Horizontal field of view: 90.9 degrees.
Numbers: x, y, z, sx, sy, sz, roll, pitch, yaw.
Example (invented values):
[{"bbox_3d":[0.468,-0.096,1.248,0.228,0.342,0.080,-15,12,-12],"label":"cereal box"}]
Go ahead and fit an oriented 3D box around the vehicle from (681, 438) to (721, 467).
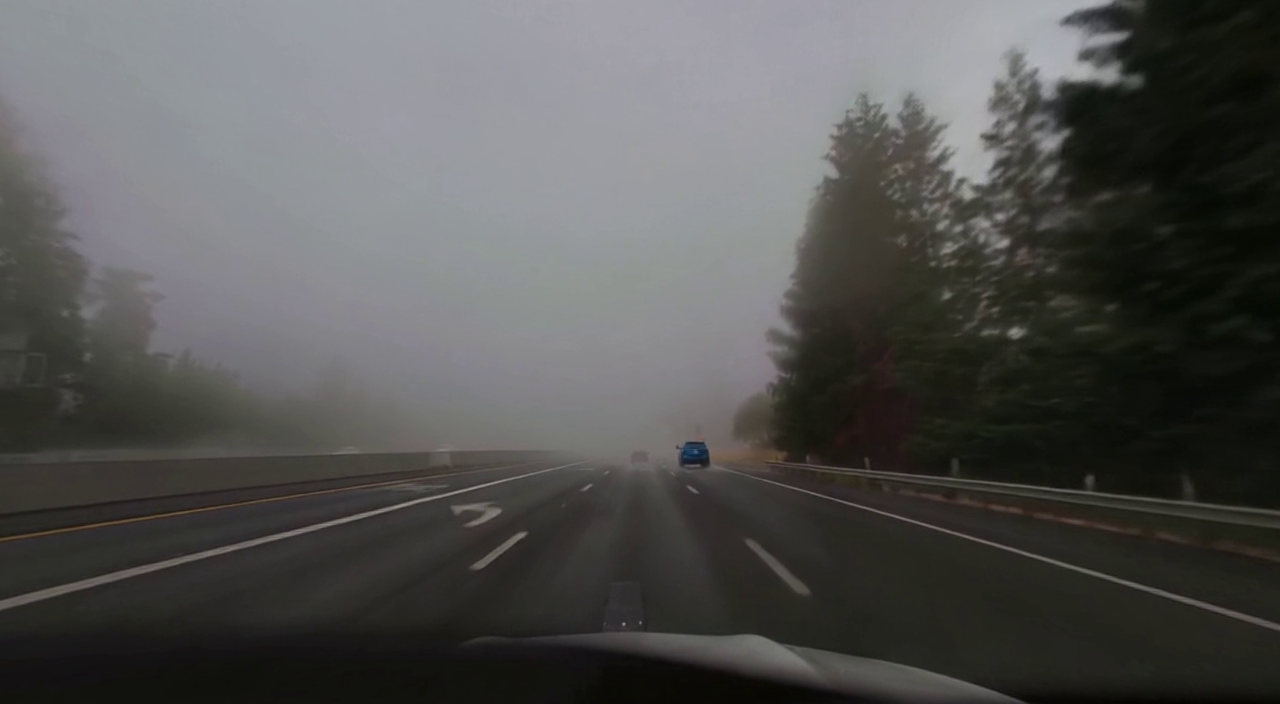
[{"bbox_3d":[4.245,7.046,44.489,2.172,1.930,4.879,0,-8,-2],"label":"vehicle"}]
